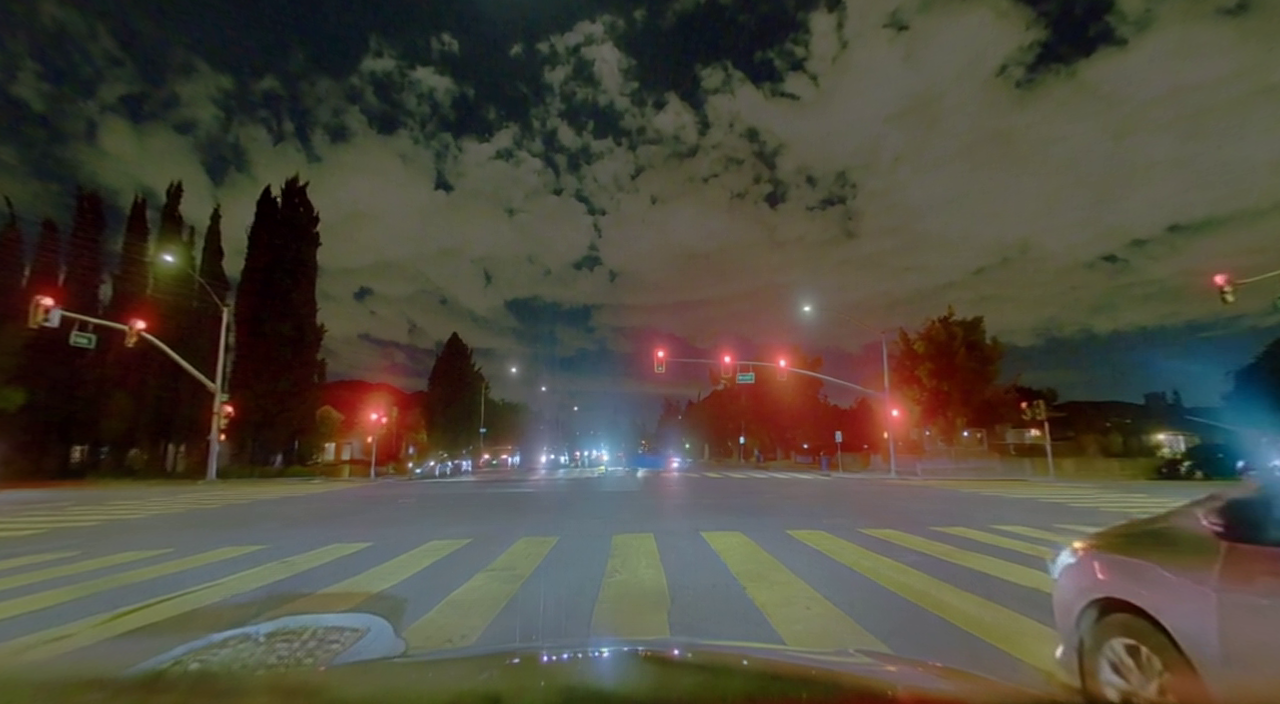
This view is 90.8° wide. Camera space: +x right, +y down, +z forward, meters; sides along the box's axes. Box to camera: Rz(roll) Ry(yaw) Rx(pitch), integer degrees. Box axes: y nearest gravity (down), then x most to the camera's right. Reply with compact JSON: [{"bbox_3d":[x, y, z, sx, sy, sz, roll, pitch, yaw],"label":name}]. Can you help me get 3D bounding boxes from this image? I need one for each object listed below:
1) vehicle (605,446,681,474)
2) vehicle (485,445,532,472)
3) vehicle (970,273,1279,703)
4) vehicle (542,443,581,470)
[{"bbox_3d":[0.129,6.109,36.034,2.046,1.491,4.118,8,-12,-42],"label":"vehicle"},{"bbox_3d":[-8.732,7.105,42.500,2.028,1.654,5.027,0,-9,0],"label":"vehicle"},{"bbox_3d":[2.715,0.554,0.661,2.085,1.800,4.908,0,-9,0],"label":"vehicle"},{"bbox_3d":[-5.326,7.130,43.226,2.091,1.707,4.157,0,-9,1],"label":"vehicle"}]
